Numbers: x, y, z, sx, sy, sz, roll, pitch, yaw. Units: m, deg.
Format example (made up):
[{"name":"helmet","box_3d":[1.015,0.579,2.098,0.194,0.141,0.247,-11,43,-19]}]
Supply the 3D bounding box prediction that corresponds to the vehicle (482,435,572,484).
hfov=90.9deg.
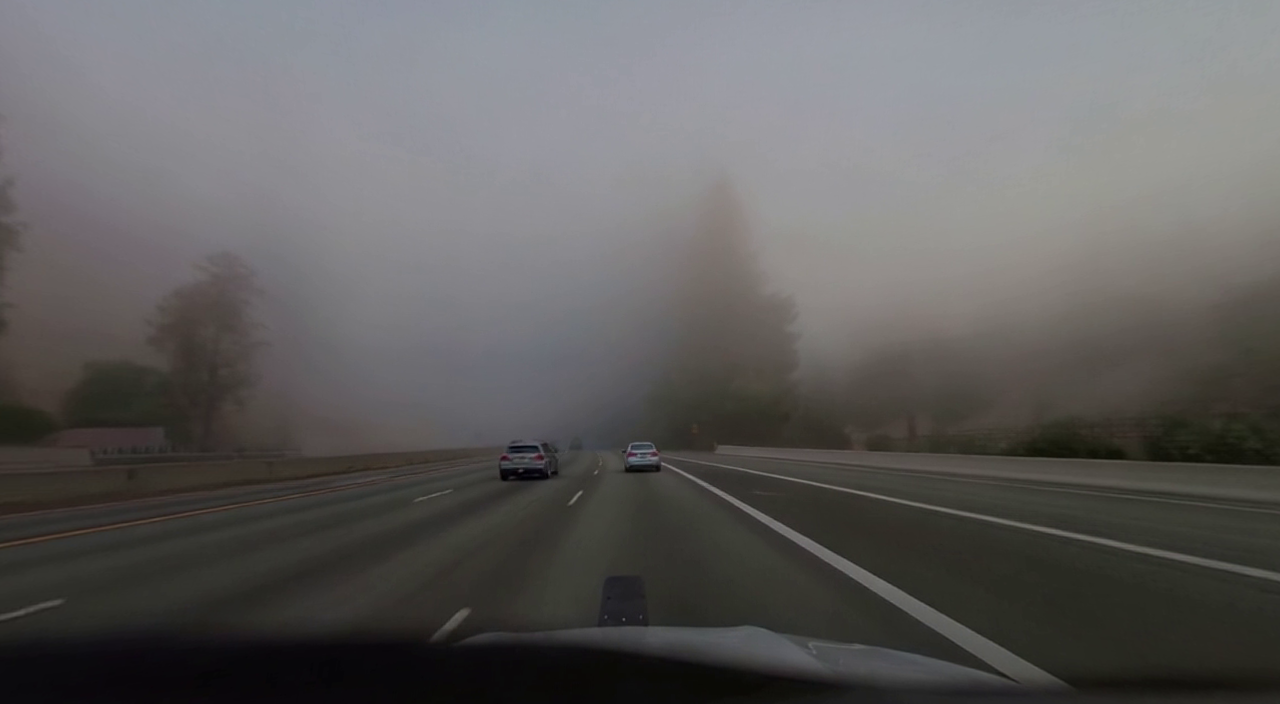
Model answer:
[{"name":"vehicle","box_3d":[-3.788,3.729,22.127,2.246,1.519,4.980,0,-9,0]}]

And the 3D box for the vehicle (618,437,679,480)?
[{"name":"vehicle","box_3d":[0.228,3.912,23.441,2.051,1.444,3.927,0,-9,-2]}]
